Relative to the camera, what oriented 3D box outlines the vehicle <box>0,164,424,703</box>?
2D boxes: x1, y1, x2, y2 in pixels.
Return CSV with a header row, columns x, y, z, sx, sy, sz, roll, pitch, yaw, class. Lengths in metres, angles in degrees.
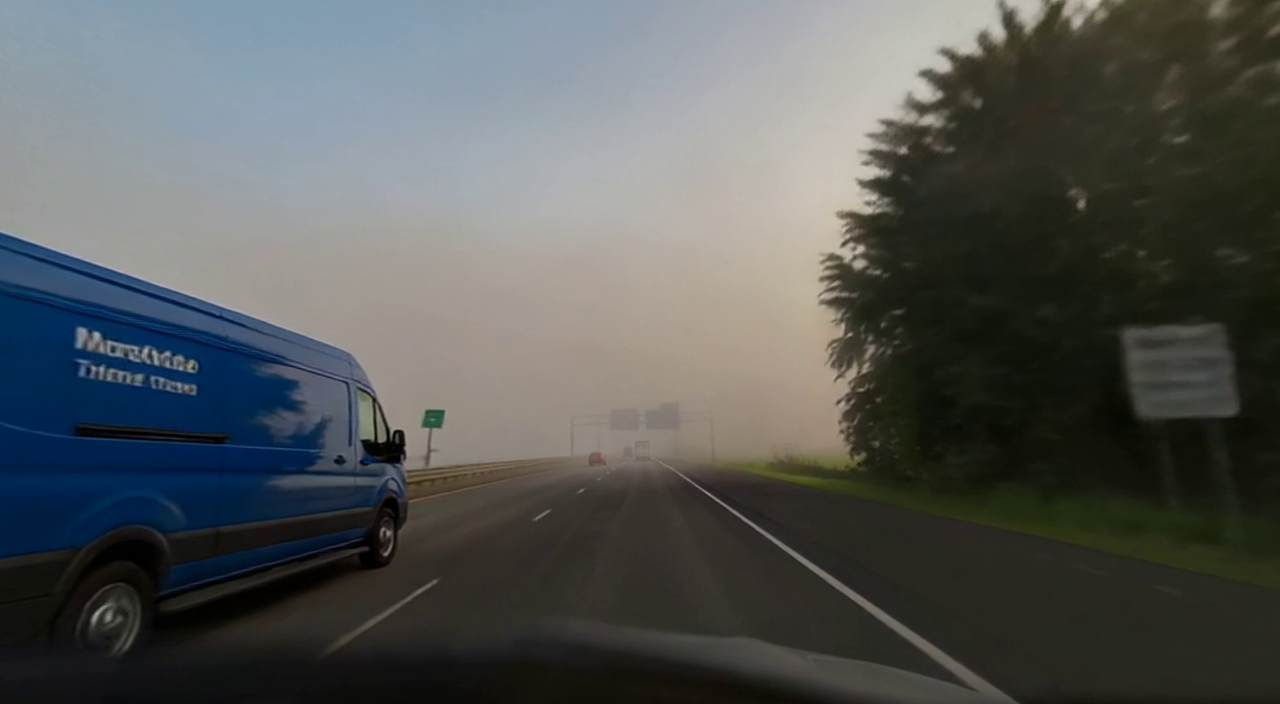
x,y,z,sx,sy,sz,roll,pitch,yaw,class
-4.032,0.811,4.849,2.320,2.636,7.021,0,-9,-1,vehicle
